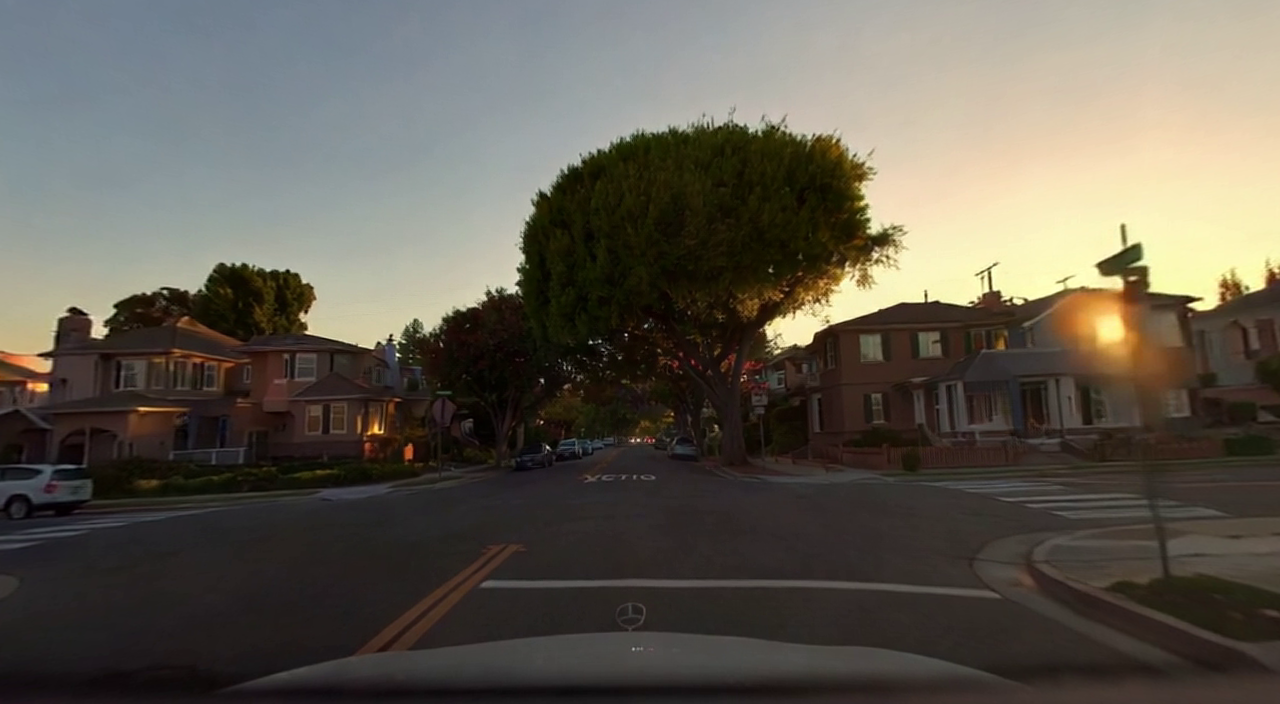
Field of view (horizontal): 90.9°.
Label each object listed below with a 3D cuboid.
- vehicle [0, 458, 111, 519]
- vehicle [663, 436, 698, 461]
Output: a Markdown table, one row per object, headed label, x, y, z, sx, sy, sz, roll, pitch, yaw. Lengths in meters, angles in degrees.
| label | x | y | z | sx | sy | sz | roll | pitch | yaw |
| --- | --- | --- | --- | --- | --- | --- | --- | --- | --- |
| vehicle | -18.880 | 4.028 | 18.773 | 4.334 | 1.632 | 1.996 | 0 | -8 | -1 |
| vehicle | 2.873 | 7.000 | 45.767 | 2.220 | 1.753 | 3.862 | 0 | -8 | -1 |
